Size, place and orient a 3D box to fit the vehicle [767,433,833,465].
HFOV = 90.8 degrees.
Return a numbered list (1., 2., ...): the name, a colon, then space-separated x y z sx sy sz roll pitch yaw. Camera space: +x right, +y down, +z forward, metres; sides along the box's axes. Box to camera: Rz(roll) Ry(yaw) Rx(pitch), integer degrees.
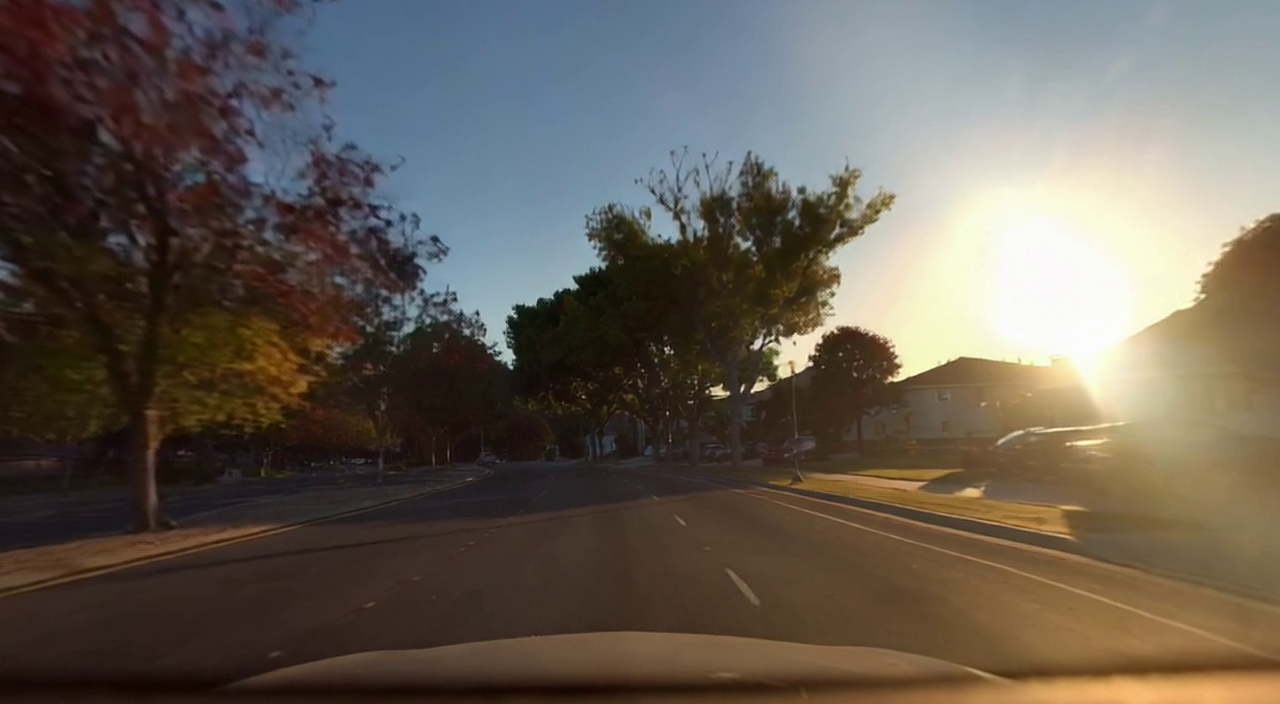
1. vehicle: 10.409 6.283 40.814 2.110 1.863 4.977 -10 -12 38
